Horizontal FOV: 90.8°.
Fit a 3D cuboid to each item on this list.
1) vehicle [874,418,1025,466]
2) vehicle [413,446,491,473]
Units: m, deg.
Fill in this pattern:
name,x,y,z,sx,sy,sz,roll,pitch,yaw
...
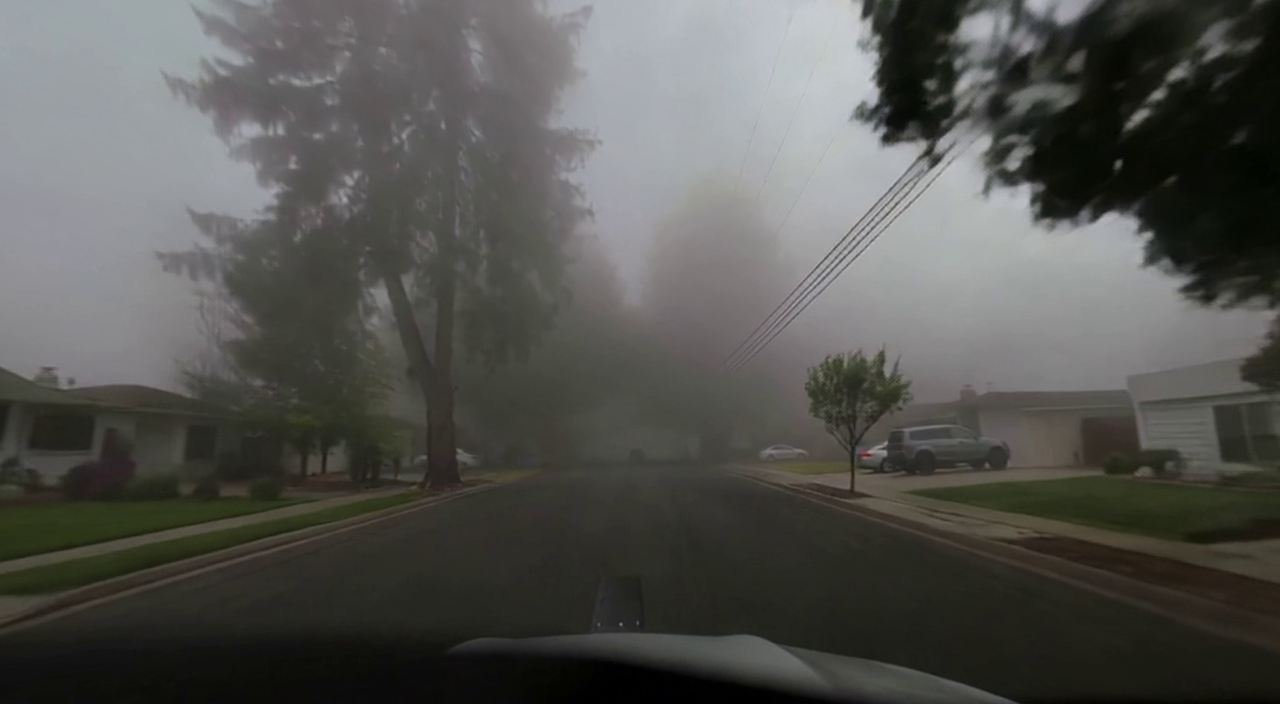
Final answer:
name,x,y,z,sx,sy,sz,roll,pitch,yaw
vehicle,12.780,3.788,26.411,5.049,1.845,2.327,-1,-9,0
vehicle,-13.211,7.593,44.738,4.887,1.788,2.006,1,-9,-3
